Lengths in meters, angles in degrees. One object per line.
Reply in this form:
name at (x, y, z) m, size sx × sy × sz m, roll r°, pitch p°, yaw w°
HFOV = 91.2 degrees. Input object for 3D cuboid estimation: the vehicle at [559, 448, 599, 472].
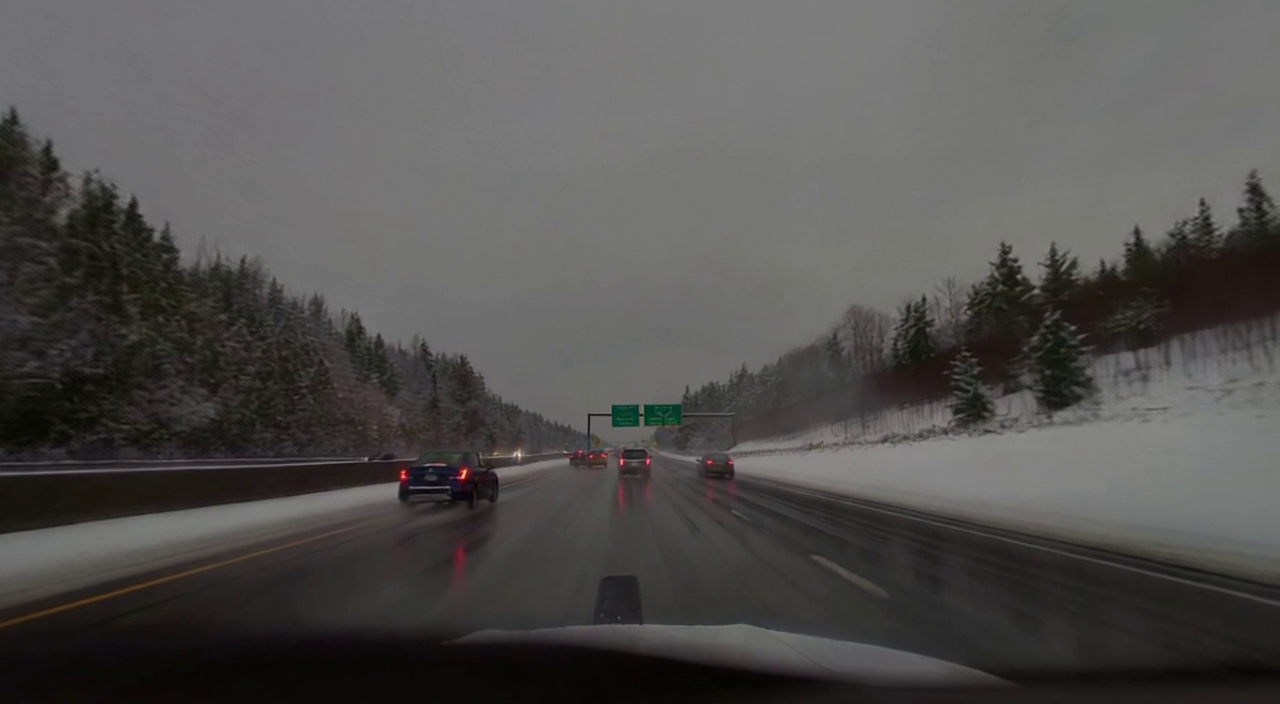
vehicle at (-4.478, 7.995, 46.654) m, size 2.545 × 1.679 × 4.267 m, roll 0°, pitch -9°, yaw 0°

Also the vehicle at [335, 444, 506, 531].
vehicle at (-4.229, 2.662, 12.909) m, size 2.017 × 1.469 × 4.113 m, roll 0°, pitch -9°, yaw 0°

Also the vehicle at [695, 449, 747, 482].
vehicle at (4.148, 5.845, 32.658) m, size 2.035 × 1.571 × 4.413 m, roll 0°, pitch -9°, yaw -1°

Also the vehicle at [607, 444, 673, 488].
vehicle at (-0.004, 4.860, 27.029) m, size 2.634 × 1.679 × 4.070 m, roll 0°, pitch -9°, yaw 0°
